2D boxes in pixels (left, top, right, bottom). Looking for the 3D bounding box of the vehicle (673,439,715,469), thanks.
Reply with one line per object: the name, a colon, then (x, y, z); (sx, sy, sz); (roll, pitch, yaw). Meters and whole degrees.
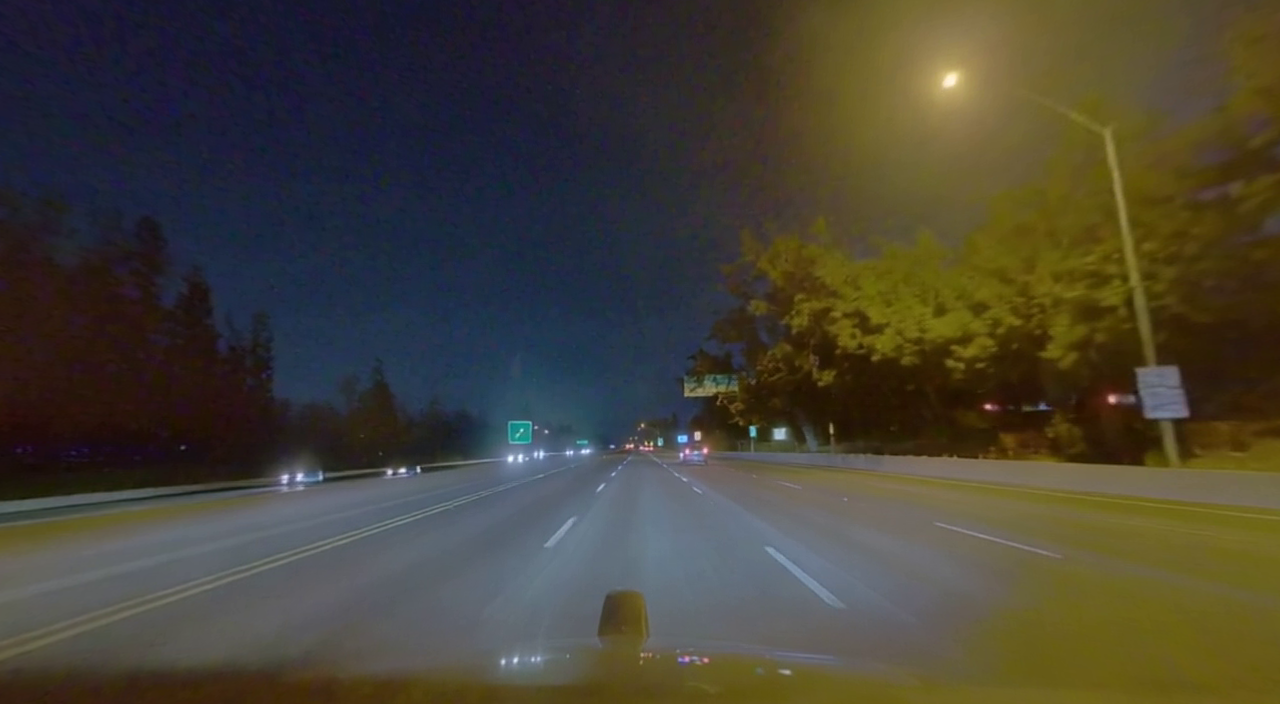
vehicle: (3.295, 6.369, 39.439); (2.099, 1.748, 4.331); (0, -9, -1)
